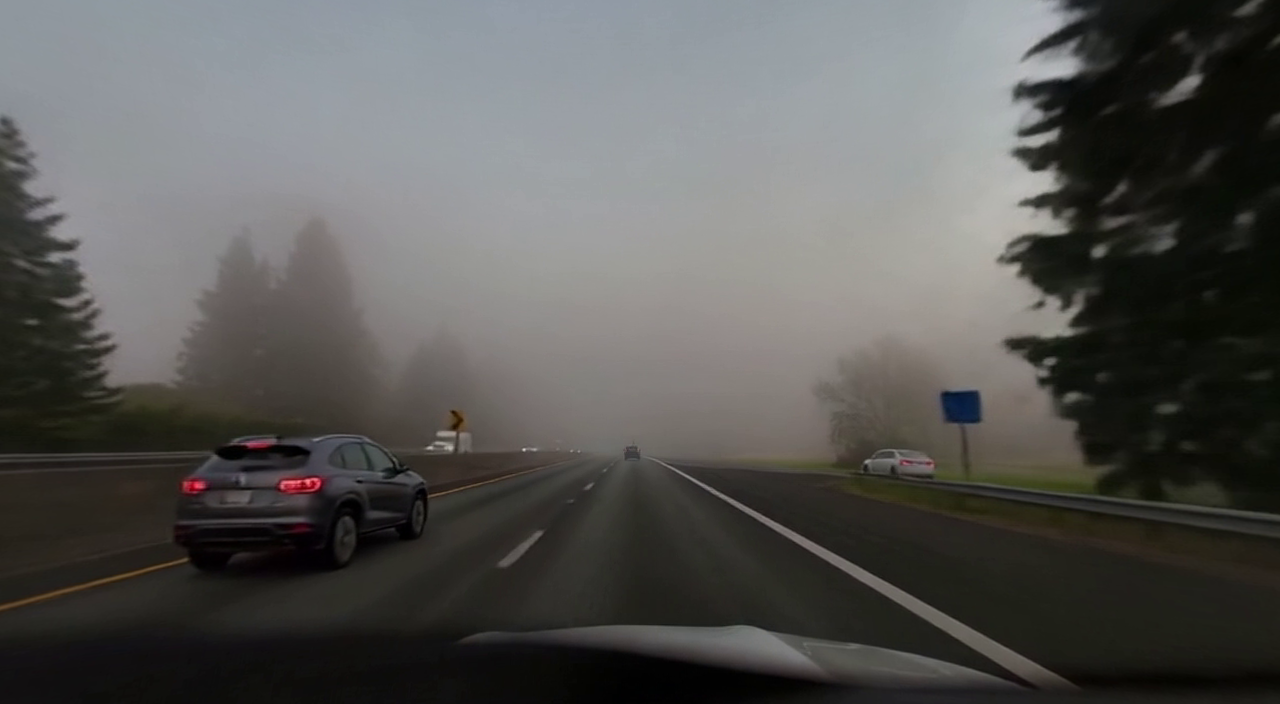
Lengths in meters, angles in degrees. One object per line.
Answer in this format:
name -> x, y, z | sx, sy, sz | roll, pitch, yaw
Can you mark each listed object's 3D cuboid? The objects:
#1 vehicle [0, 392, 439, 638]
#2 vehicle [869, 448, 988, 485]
vehicle -> -3.951, 1.493, 6.734 | 2.111, 1.717, 4.426 | 0, -9, 0
vehicle -> 13.412, 5.324, 29.599 | 2.117, 1.558, 4.736 | 4, -10, -26
